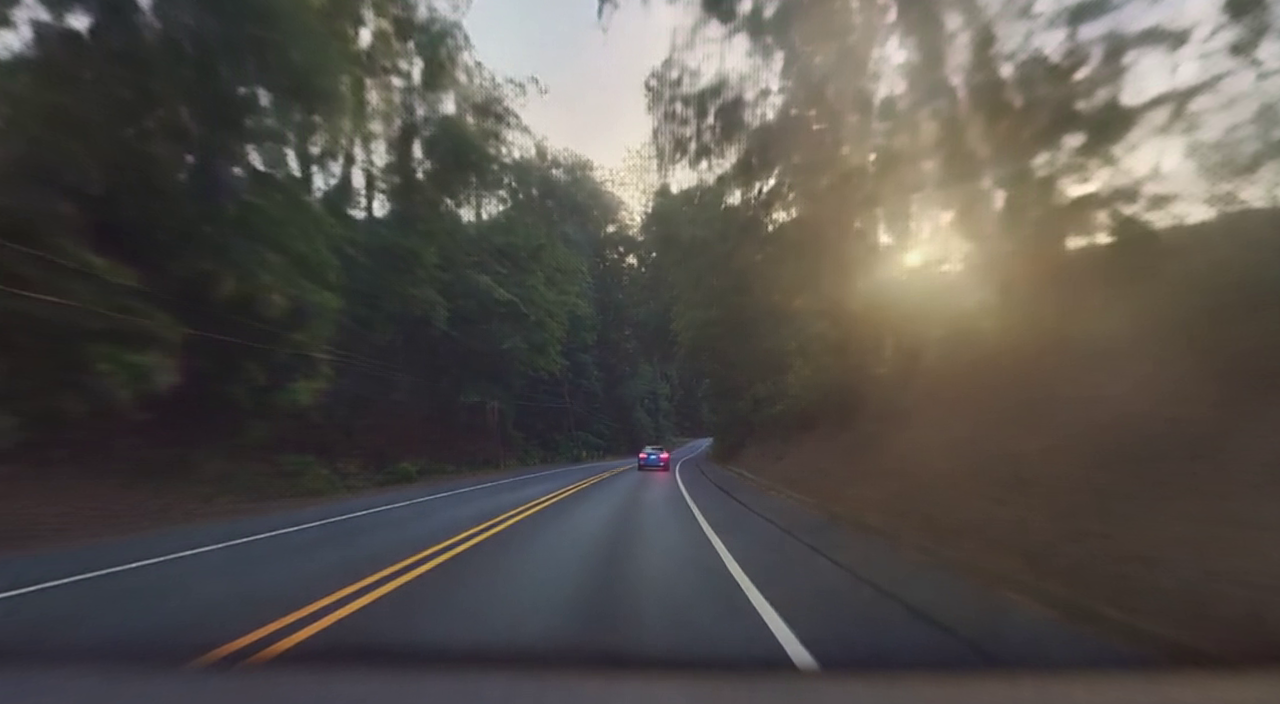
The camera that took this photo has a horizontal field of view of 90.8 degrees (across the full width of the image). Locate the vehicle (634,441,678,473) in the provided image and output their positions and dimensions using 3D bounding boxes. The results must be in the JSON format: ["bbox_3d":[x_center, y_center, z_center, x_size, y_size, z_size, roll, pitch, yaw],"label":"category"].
[{"bbox_3d":[0.869,5.252,31.769,2.059,1.524,3.963,-1,-9,4],"label":"vehicle"}]
